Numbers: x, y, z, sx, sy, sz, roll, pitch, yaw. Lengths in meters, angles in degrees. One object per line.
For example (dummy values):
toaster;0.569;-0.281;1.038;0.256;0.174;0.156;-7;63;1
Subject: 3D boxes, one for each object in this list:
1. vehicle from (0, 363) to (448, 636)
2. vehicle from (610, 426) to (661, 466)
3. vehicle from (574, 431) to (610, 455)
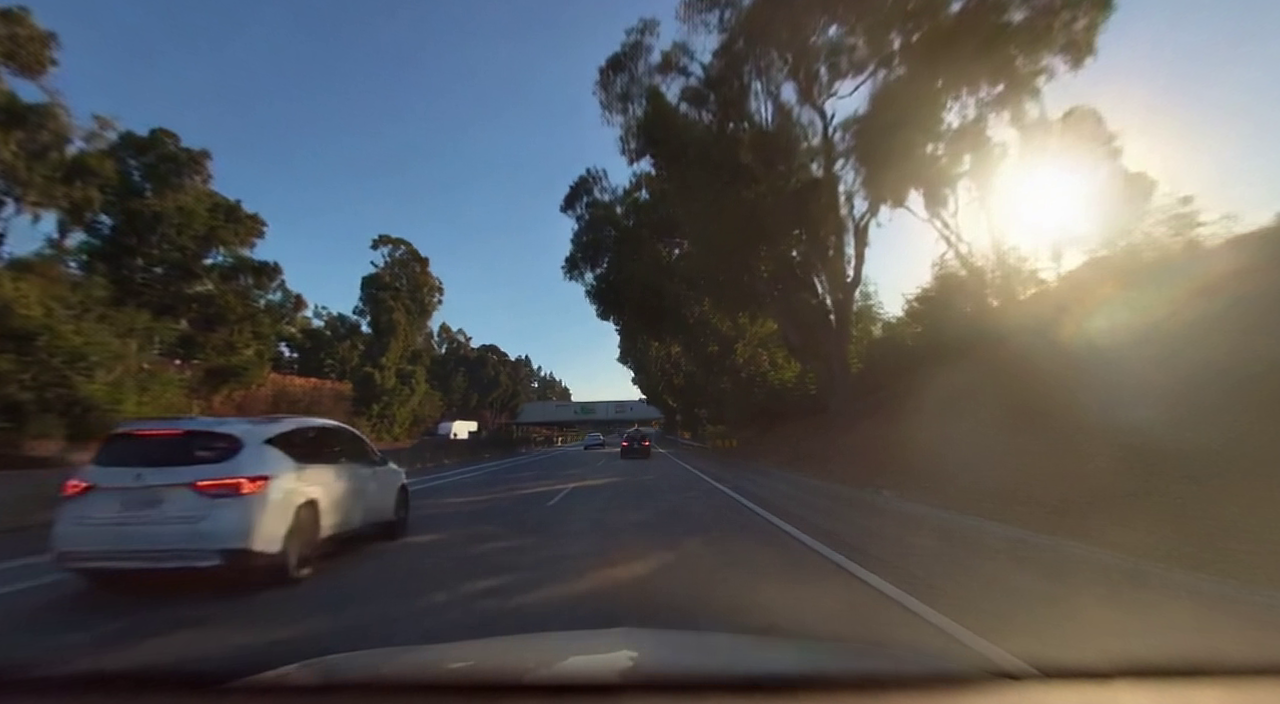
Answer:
vehicle;-3.853;1.264;6.527;2.251;1.749;4.820;0;-8;-1
vehicle;-0.197;4.201;28.406;2.134;1.654;4.174;0;-8;0
vehicle;-3.203;6.192;42.933;2.030;1.491;4.046;0;-8;1
